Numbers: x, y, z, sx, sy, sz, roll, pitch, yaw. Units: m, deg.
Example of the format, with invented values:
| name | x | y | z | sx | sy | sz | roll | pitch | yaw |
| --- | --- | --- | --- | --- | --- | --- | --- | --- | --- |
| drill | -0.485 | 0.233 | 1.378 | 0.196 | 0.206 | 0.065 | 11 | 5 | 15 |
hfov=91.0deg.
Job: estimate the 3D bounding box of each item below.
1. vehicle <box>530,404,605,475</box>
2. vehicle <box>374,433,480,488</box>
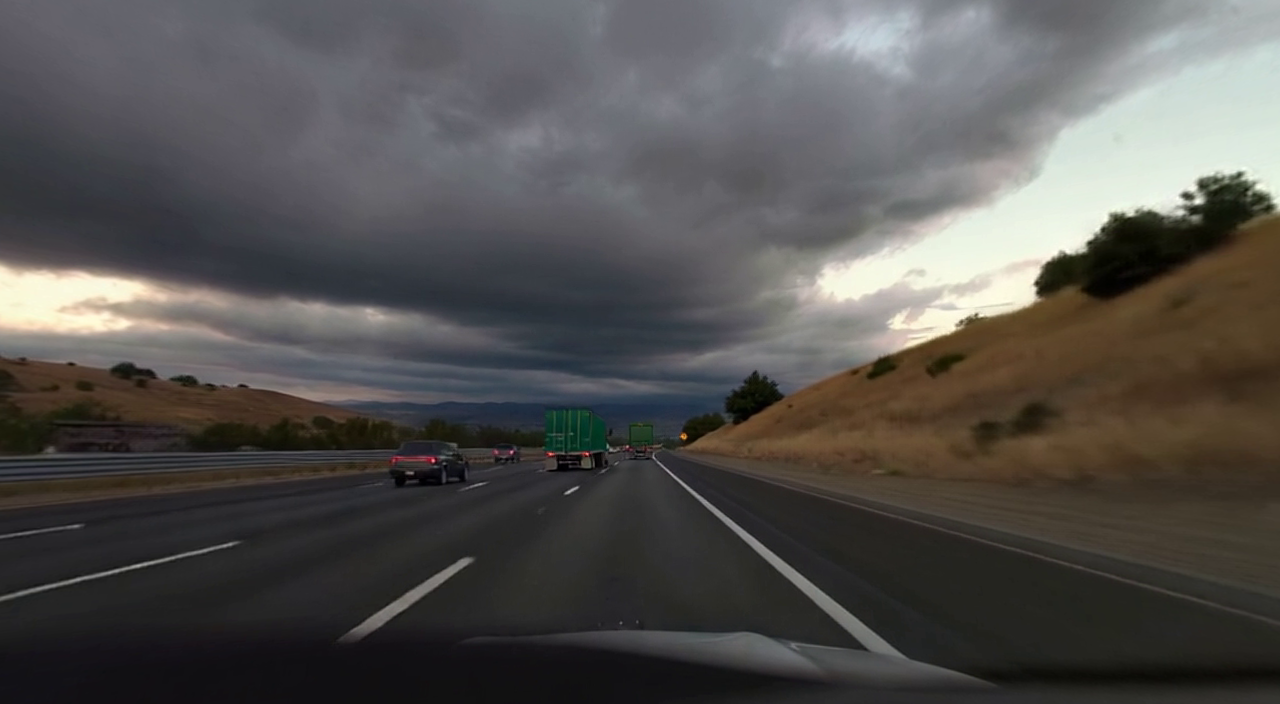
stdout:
| name | x | y | z | sx | sy | sz | roll | pitch | yaw |
| --- | --- | --- | --- | --- | --- | --- | --- | --- | --- |
| vehicle | -3.655 | 4.892 | 34.779 | 2.789 | 3.271 | 10.894 | 1 | -9 | 0 |
| vehicle | -7.531 | 3.884 | 22.849 | 2.125 | 1.725 | 4.715 | 1 | -9 | 1 |
